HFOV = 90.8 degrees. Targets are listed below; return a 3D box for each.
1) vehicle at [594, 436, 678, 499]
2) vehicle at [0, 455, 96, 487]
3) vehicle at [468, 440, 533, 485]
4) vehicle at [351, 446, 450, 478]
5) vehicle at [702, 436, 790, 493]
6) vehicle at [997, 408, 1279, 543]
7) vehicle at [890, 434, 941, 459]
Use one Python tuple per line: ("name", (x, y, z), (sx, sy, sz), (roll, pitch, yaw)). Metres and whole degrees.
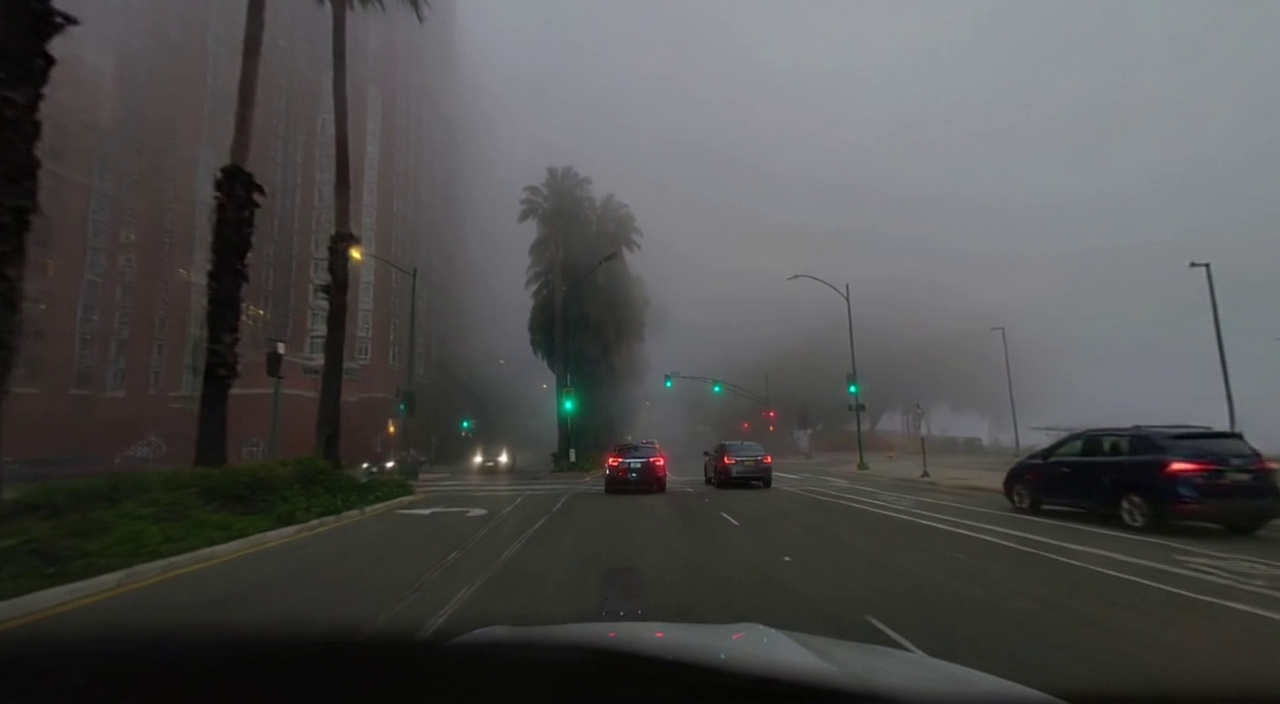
("vehicle", (-0.144, 3.091, 17.274), (2.048, 1.503, 3.681), (0, -9, -2))
("vehicle", (-38.327, 7.546, 40.275), (5.791, 1.900, 2.283), (-2, -9, 12))
("vehicle", (-5.164, 4.124, 23.940), (1.977, 1.501, 4.435), (1, -9, -7))
("vehicle", (-12.162, 5.580, 32.126), (4.641, 1.502, 1.882), (-4, -9, 23))
("vehicle", (3.028, 3.287, 18.809), (1.909, 1.500, 3.524), (0, -9, -2))
("vehicle", (8.155, 1.891, 10.276), (2.000, 1.685, 4.487), (0, -9, -1))
("vehicle", (19.785, 6.836, 45.579), (1.959, 1.674, 4.706), (-1, -9, 5))
